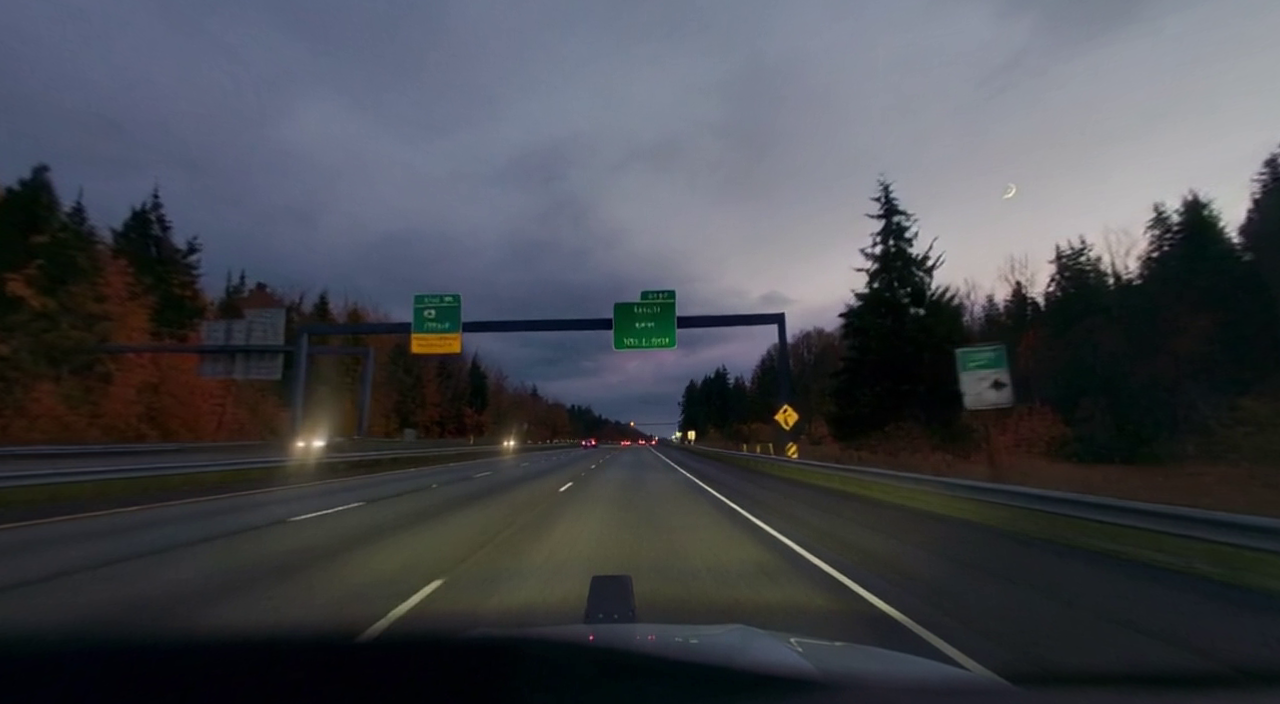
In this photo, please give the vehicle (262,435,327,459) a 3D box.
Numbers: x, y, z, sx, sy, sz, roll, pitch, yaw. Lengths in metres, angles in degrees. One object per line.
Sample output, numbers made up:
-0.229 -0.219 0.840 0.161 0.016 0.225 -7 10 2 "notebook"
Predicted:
-23.993 6.591 43.853 1.881 1.546 4.419 0 -8 2 "vehicle"
